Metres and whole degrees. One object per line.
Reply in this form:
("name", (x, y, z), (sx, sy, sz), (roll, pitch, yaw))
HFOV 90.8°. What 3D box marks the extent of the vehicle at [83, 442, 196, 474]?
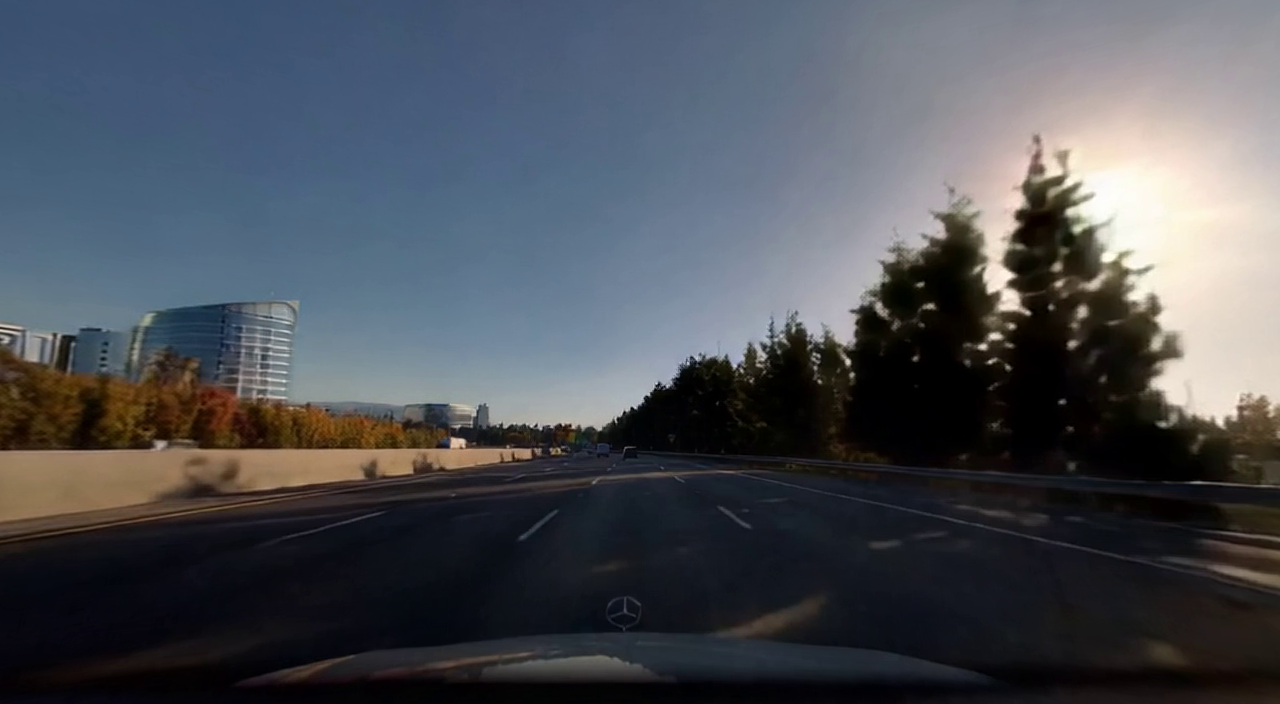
("vehicle", (-24.643, 5.233, 31.341), (1.799, 1.465, 4.657), (0, -9, 0))
